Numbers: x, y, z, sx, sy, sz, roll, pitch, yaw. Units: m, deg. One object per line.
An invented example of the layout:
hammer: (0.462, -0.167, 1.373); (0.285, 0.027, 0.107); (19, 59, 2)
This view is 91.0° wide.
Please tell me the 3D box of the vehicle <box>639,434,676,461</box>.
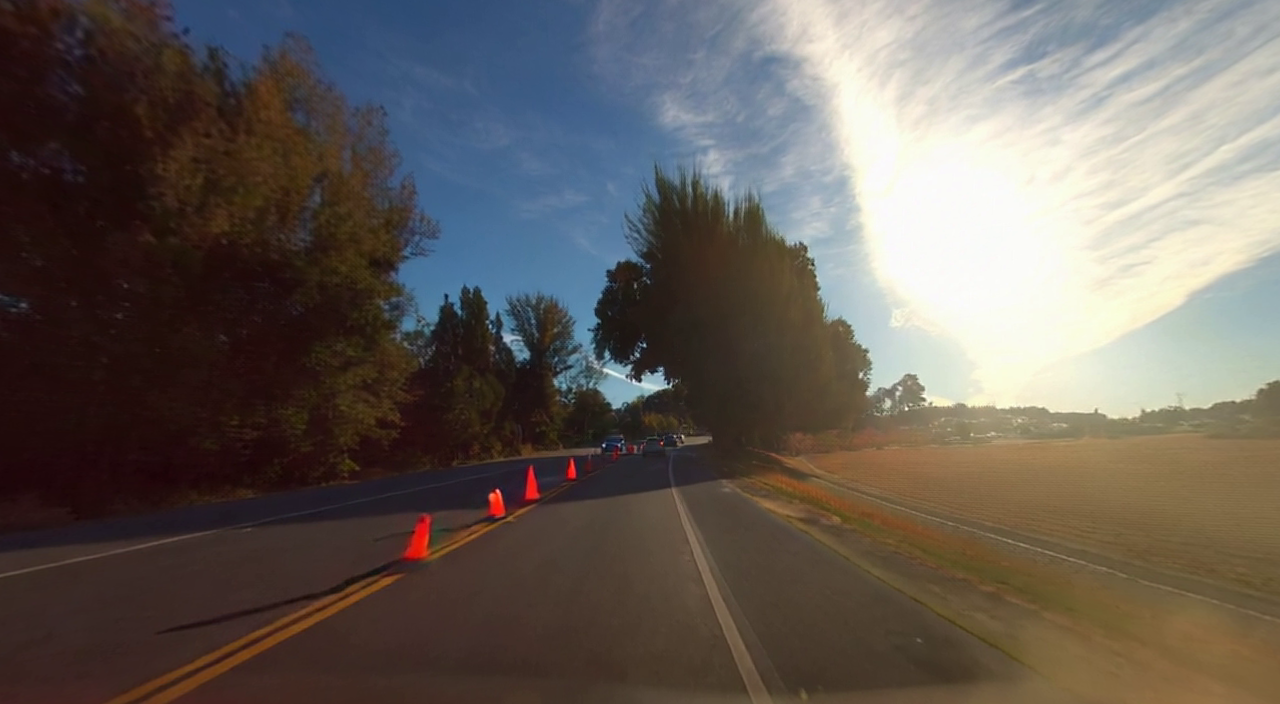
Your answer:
vehicle: (1.089, 5.592, 37.066); (2.042, 1.489, 3.963); (0, -8, 3)
